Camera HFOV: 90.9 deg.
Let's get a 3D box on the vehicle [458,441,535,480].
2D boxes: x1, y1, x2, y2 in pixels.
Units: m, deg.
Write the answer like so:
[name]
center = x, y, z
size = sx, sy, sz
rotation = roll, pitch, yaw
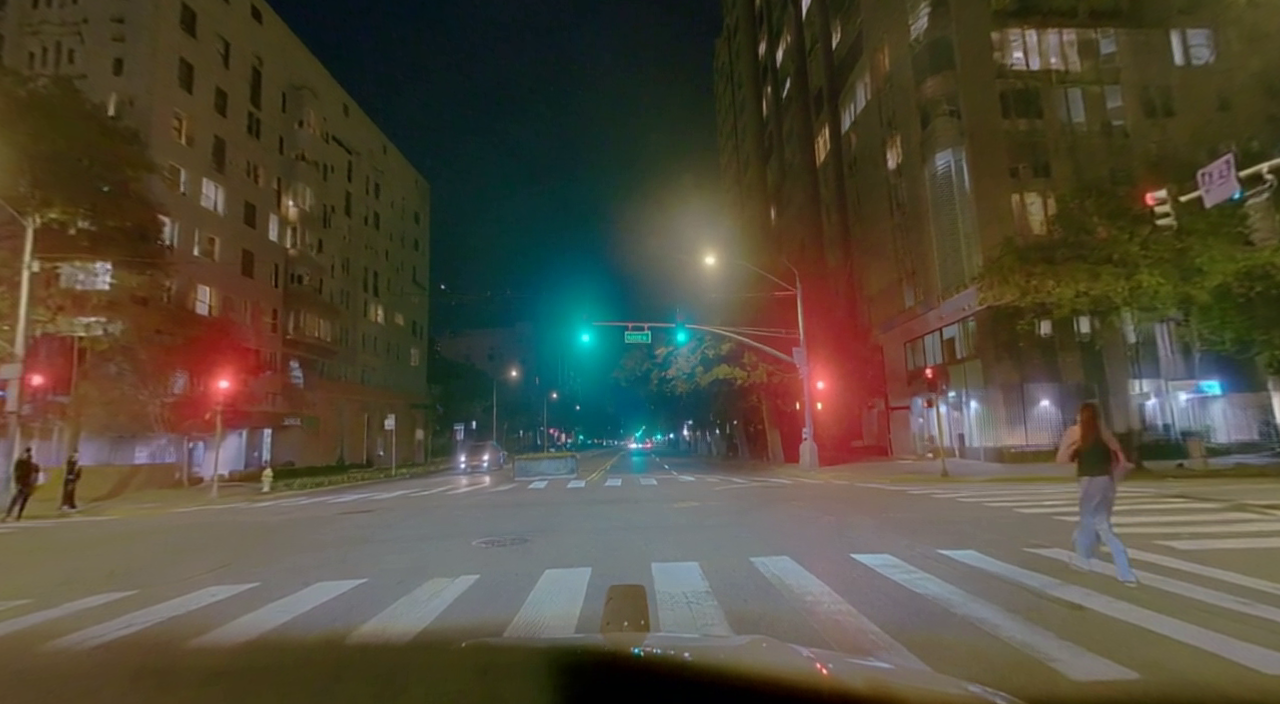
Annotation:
[vehicle]
center = -5.892, 4.498, 26.487
size = 2.127, 1.473, 4.428
rotation = 0, -8, 1
